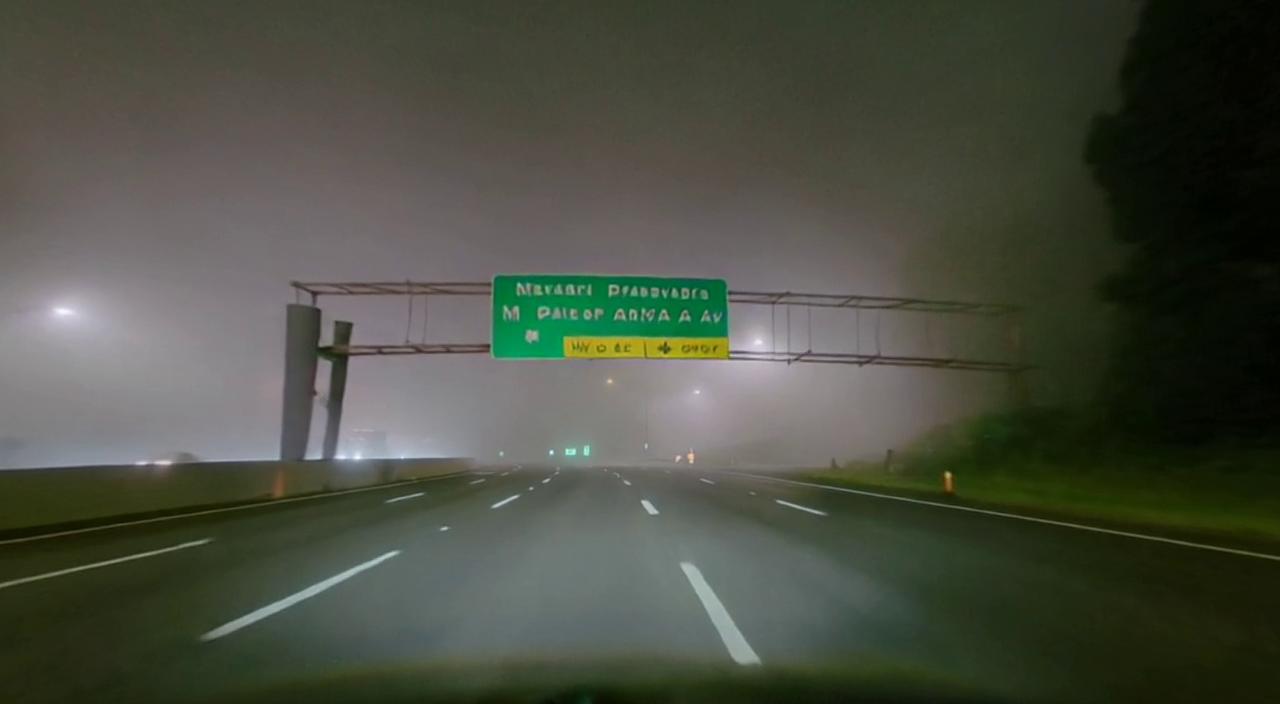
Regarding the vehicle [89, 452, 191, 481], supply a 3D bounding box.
[{"bbox_3d":[-28.414,6.499,36.031,2.148,1.505,4.735,0,-9,-4],"label":"vehicle"}]
